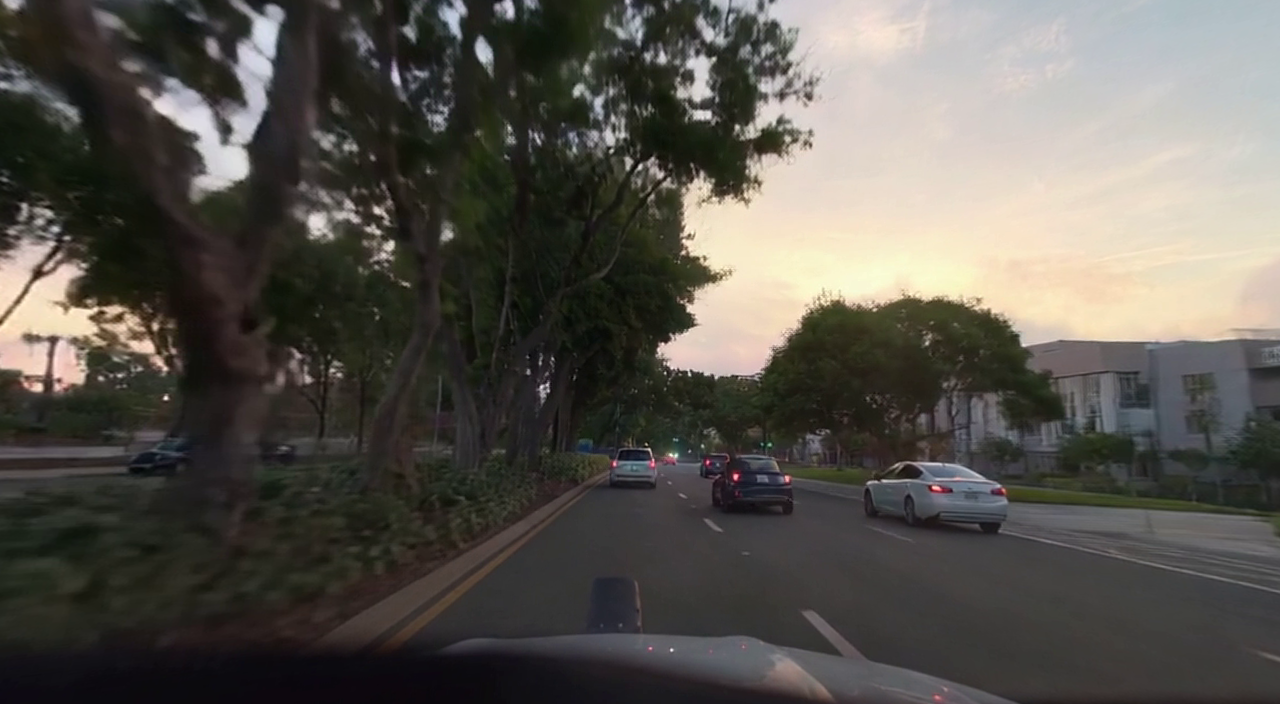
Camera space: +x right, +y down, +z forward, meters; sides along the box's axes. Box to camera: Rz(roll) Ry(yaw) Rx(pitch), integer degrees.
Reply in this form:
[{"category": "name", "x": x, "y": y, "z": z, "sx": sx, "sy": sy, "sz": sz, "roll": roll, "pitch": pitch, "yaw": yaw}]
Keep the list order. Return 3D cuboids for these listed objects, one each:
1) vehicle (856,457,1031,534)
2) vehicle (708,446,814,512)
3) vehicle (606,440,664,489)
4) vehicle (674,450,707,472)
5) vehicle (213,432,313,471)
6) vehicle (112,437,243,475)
[{"category": "vehicle", "x": 6.800, "y": 3.215, "z": 14.694, "sx": 1.944, "sy": 1.458, "sz": 4.268, "roll": 0, "pitch": -9, "yaw": 0}, {"category": "vehicle", "x": 3.033, "y": 3.288, "z": 16.732, "sx": 1.932, "sy": 1.510, "sz": 4.168, "roll": 0, "pitch": -9, "yaw": -1}, {"category": "vehicle", "x": -0.154, "y": 4.204, "z": 23.811, "sx": 2.008, "sy": 1.674, "sz": 4.239, "roll": 0, "pitch": -9, "yaw": 0}, {"category": "vehicle", "x": 3.566, "y": 7.778, "z": 45.064, "sx": 2.012, "sy": 1.462, "sz": 4.163, "roll": 0, "pitch": -9, "yaw": -1}, {"category": "vehicle", "x": -19.093, "y": 5.074, "z": 32.106, "sx": 2.043, "sy": 1.707, "sz": 4.798, "roll": 3, "pitch": -9, "yaw": 0}, {"category": "vehicle", "x": -19.009, "y": 4.302, "z": 26.110, "sx": 1.905, "sy": 1.428, "sz": 4.637, "roll": 0, "pitch": -9, "yaw": 0}]
